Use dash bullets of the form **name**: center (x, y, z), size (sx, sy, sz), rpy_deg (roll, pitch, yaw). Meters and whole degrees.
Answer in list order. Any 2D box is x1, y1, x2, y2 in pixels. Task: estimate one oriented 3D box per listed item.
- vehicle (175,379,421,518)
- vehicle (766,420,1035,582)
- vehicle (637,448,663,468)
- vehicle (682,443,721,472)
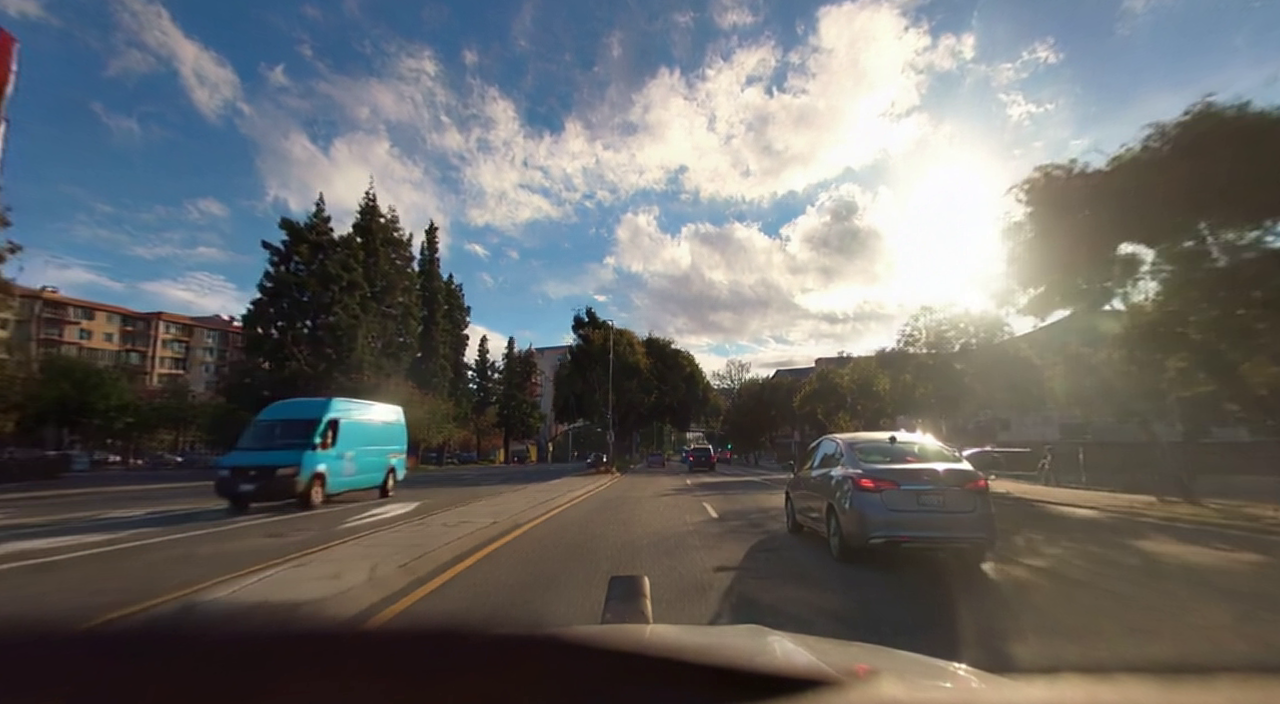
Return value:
- **vehicle**: center (-8.420, 2.528, 16.812), size (2.524, 2.885, 6.868), rpy_deg (1, -9, 1)
- **vehicle**: center (3.053, 1.821, 8.461), size (1.901, 1.634, 3.952), rpy_deg (0, -9, 0)
- **vehicle**: center (0.759, 8.286, 49.573), size (1.991, 1.477, 3.814), rpy_deg (0, -9, 1)
- **vehicle**: center (4.098, 7.130, 42.884), size (2.154, 1.844, 4.634), rpy_deg (0, -9, 0)
